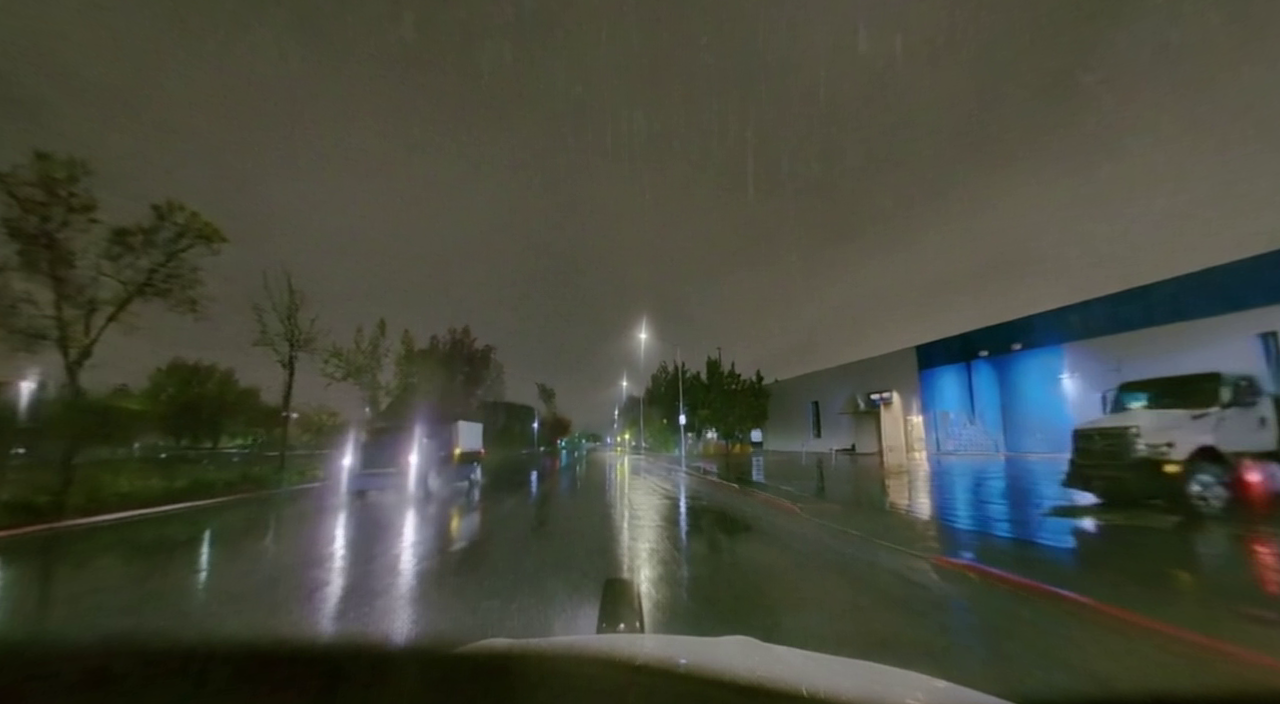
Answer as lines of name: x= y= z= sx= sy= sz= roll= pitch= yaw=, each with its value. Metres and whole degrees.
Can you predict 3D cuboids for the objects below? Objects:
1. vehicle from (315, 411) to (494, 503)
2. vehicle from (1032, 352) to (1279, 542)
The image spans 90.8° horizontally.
vehicle: x=-6.254 y=2.919 z=18.010 sx=2.770 sy=2.135 sz=6.329 roll=0 pitch=-8 yaw=-1
vehicle: x=10.473 y=1.351 z=9.734 sx=7.188 sy=2.416 sz=2.528 roll=-1 pitch=-8 yaw=-4
